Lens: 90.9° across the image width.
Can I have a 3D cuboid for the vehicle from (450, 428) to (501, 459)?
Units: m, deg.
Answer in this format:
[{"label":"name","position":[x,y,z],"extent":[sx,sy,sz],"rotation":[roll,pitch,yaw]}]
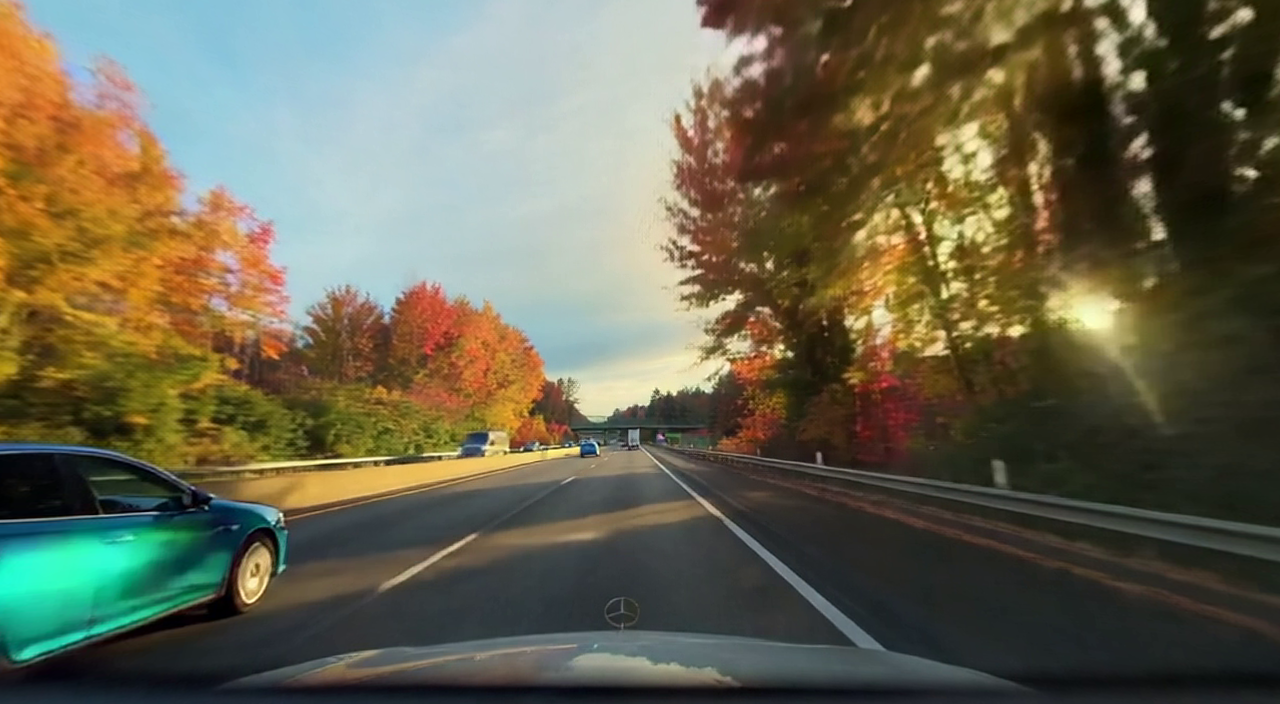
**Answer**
[{"label":"vehicle","position":[-12.174,6.855,47.053],"extent":[2.283,2.179,5.710],"rotation":[0,-8,0]}]
